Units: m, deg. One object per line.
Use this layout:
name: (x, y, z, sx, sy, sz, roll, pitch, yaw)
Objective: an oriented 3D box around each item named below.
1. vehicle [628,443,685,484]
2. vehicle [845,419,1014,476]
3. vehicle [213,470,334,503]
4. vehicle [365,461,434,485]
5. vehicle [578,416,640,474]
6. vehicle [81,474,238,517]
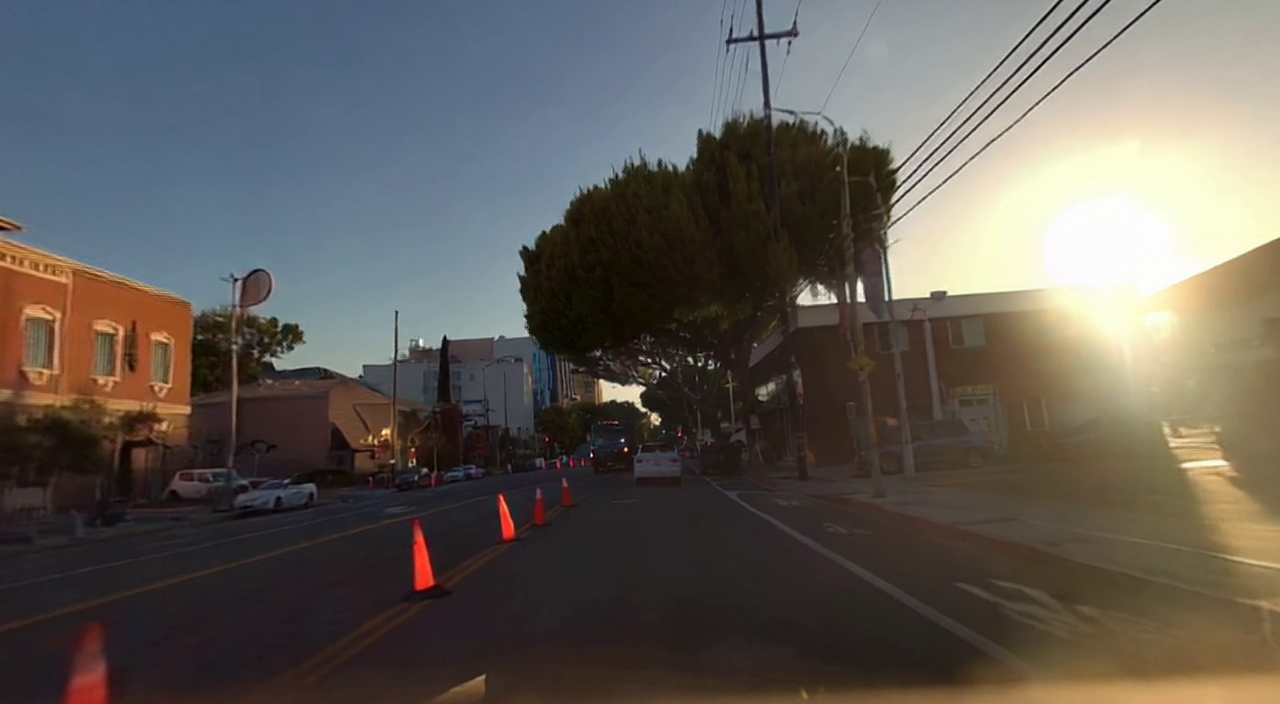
vehicle: (0.688, 4.506, 25.806, 2.159, 1.506, 4.086, 0, -9, 2)
vehicle: (10.187, 3.397, 22.574, 4.859, 1.914, 2.333, 0, -9, -2)
vehicle: (-18.789, 6.900, 32.504, 4.952, 1.510, 2.115, -1, -9, 5)
vehicle: (-18.107, 9.100, 47.631, 4.397, 1.698, 1.932, -1, -9, 6)
vehicle: (-1.772, 6.223, 42.229, 2.977, 3.271, 12.748, 0, -9, 2)
vehicle: (-19.692, 5.868, 26.068, 4.696, 1.513, 2.243, -1, -8, 3)
